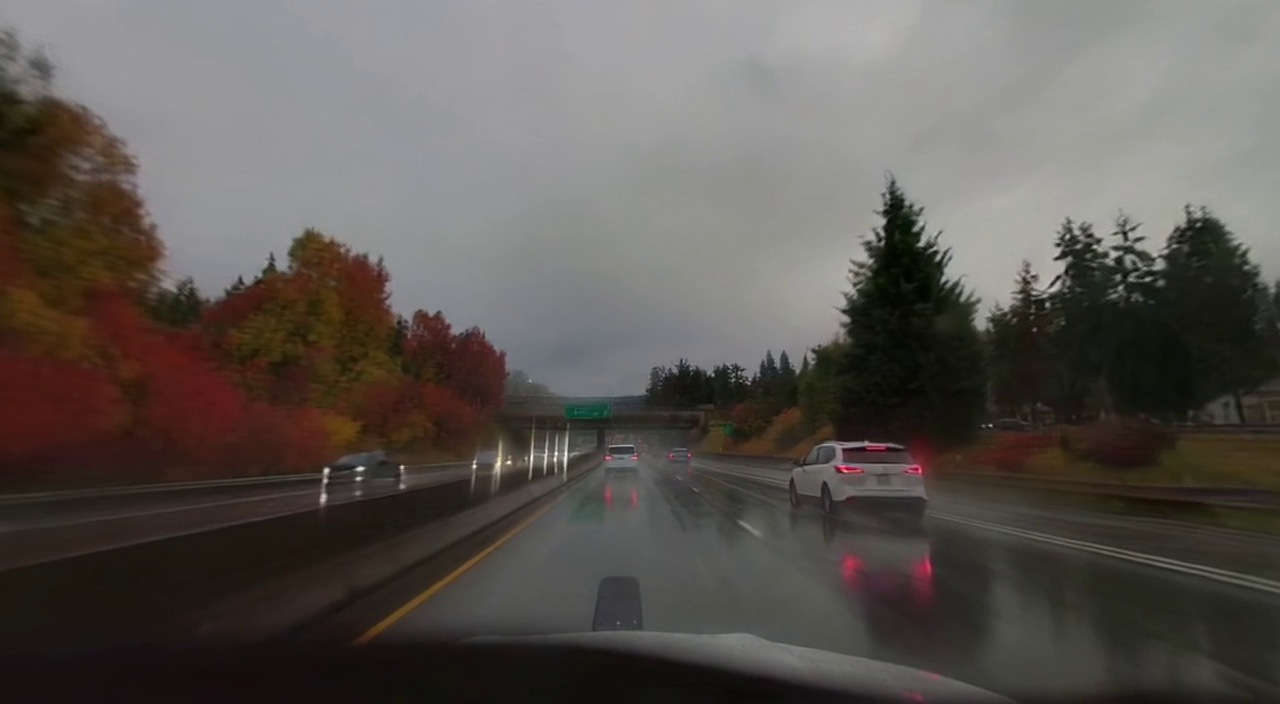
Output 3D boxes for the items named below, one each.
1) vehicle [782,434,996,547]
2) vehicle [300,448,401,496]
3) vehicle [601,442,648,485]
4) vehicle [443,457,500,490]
[{"bbox_3d":[3.911,2.235,10.817,1.843,1.505,4.339,0,-9,-1],"label":"vehicle"},{"bbox_3d":[-13.331,5.513,29.278,2.175,1.987,5.275,-1,-9,0],"label":"vehicle"},{"bbox_3d":[-0.631,4.883,27.739,1.937,1.699,3.936,0,-9,0],"label":"vehicle"},{"bbox_3d":[-8.729,6.286,32.813,1.801,1.528,4.211,-1,-9,0],"label":"vehicle"}]
